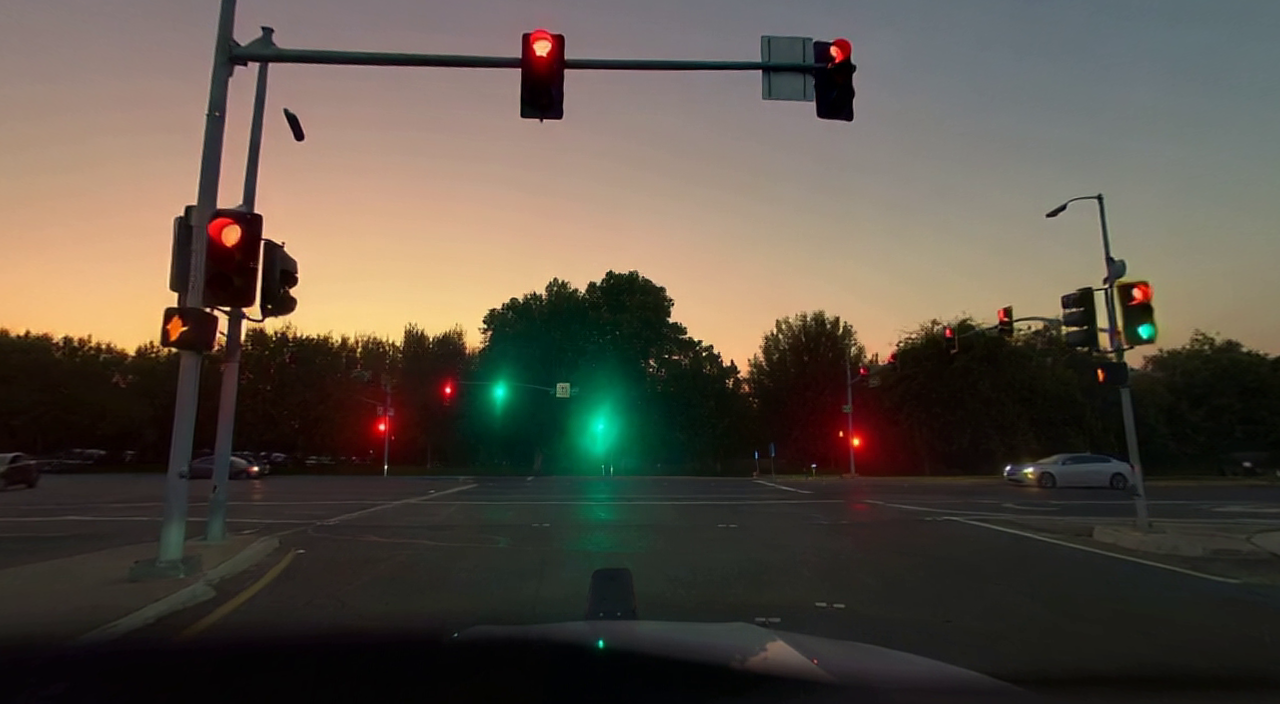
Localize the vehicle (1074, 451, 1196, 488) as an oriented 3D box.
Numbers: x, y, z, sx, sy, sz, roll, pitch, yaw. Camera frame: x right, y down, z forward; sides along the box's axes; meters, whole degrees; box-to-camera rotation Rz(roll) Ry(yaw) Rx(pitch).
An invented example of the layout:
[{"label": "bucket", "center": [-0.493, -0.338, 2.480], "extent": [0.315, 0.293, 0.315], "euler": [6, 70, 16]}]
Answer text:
[{"label": "vehicle", "center": [22.742, 5.451, 29.057], "extent": [3.998, 1.590, 1.936], "euler": [1, -12, -6]}]

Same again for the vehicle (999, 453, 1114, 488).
[{"label": "vehicle", "center": [21.392, 6.115, 32.469], "extent": [4.455, 1.647, 2.124], "euler": [1, -12, -7]}]
